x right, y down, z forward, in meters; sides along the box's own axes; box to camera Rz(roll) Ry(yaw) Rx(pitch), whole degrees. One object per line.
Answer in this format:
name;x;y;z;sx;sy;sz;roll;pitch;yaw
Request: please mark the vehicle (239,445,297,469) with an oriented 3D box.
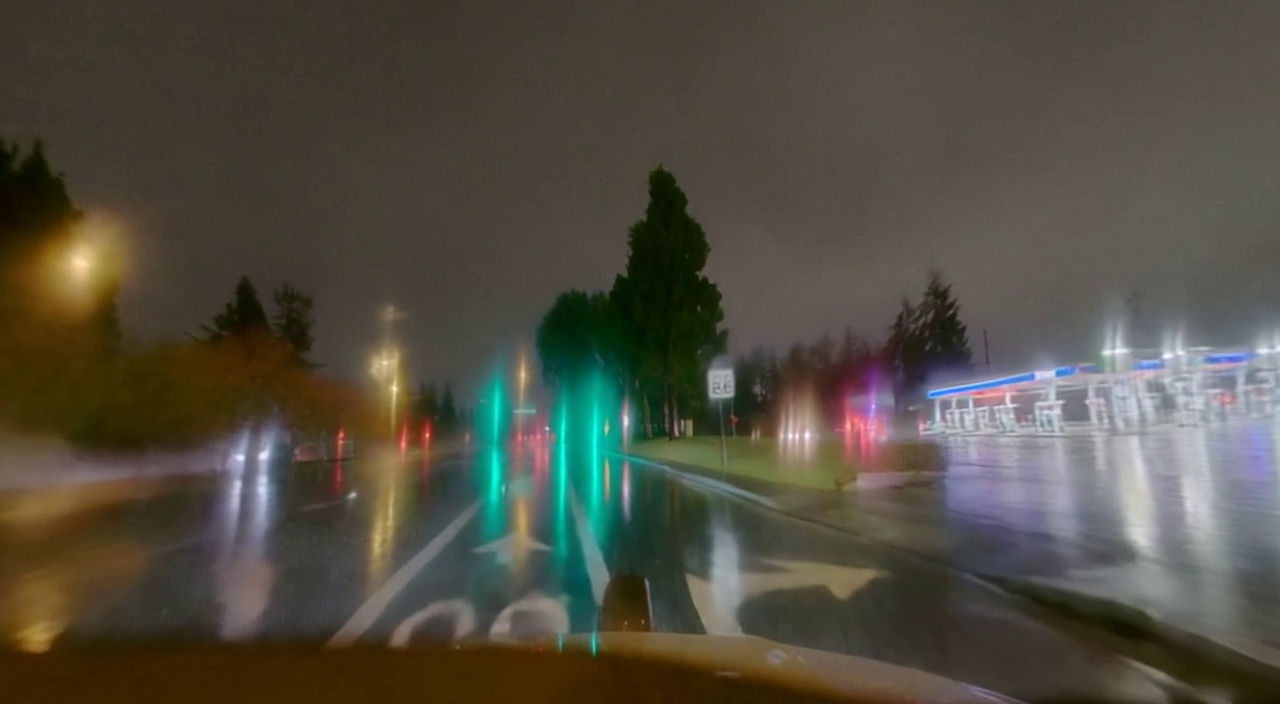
vehicle;-25.919;7.296;44.118;1.794;1.468;4.388;1;-7;-6
